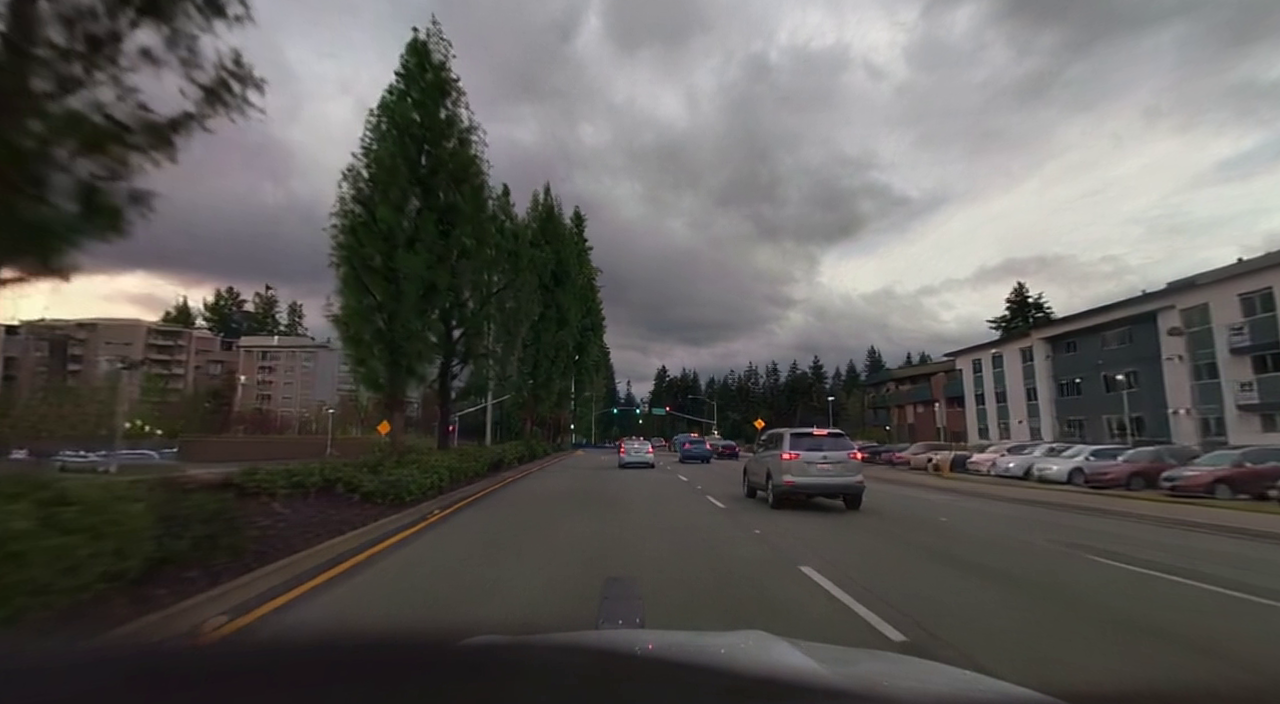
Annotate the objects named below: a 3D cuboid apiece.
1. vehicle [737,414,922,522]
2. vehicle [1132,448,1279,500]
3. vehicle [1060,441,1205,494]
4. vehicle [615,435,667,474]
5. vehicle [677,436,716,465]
[{"bbox_3d":[3.571,2.328,13.143,2.235,1.806,4.818,0,-9,-1],"label":"vehicle"},{"bbox_3d":[17.468,3.706,19.524,3.922,1.444,1.834,4,-10,-25],"label":"vehicle"},{"bbox_3d":[17.420,4.070,22.368,4.369,1.689,2.230,5,-11,-26],"label":"vehicle"},{"bbox_3d":[-0.005,4.493,27.777,2.145,1.572,4.021,0,-9,-1],"label":"vehicle"},{"bbox_3d":[3.506,6.205,39.778,1.976,1.725,4.159,0,-9,-1],"label":"vehicle"}]
